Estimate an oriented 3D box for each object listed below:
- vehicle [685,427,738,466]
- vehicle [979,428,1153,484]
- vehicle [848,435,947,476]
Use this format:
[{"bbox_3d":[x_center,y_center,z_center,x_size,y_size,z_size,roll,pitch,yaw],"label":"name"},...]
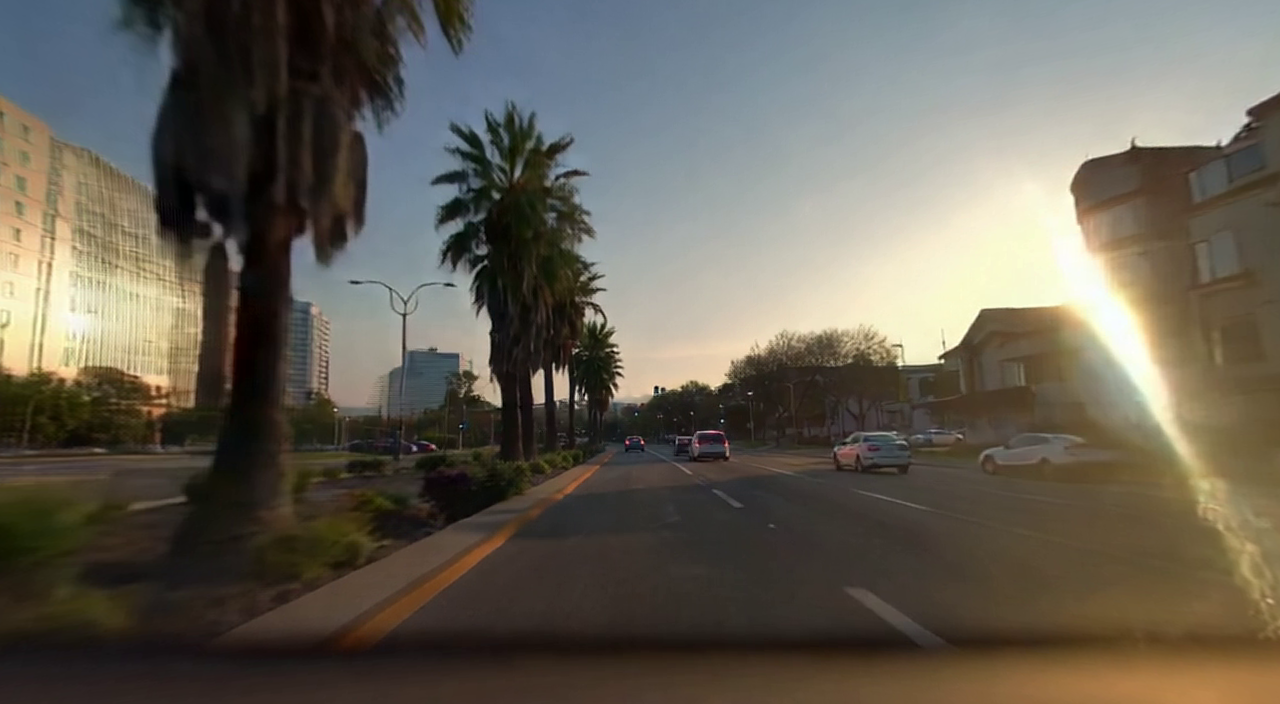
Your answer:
[{"bbox_3d":[3.730,5.057,33.850,2.104,1.910,4.693,0,-9,-2],"label":"vehicle"},{"bbox_3d":[13.708,3.406,20.829,2.009,1.600,4.960,0,-9,-4],"label":"vehicle"},{"bbox_3d":[10.180,4.139,25.376,1.871,1.465,4.395,0,-9,-3],"label":"vehicle"}]
